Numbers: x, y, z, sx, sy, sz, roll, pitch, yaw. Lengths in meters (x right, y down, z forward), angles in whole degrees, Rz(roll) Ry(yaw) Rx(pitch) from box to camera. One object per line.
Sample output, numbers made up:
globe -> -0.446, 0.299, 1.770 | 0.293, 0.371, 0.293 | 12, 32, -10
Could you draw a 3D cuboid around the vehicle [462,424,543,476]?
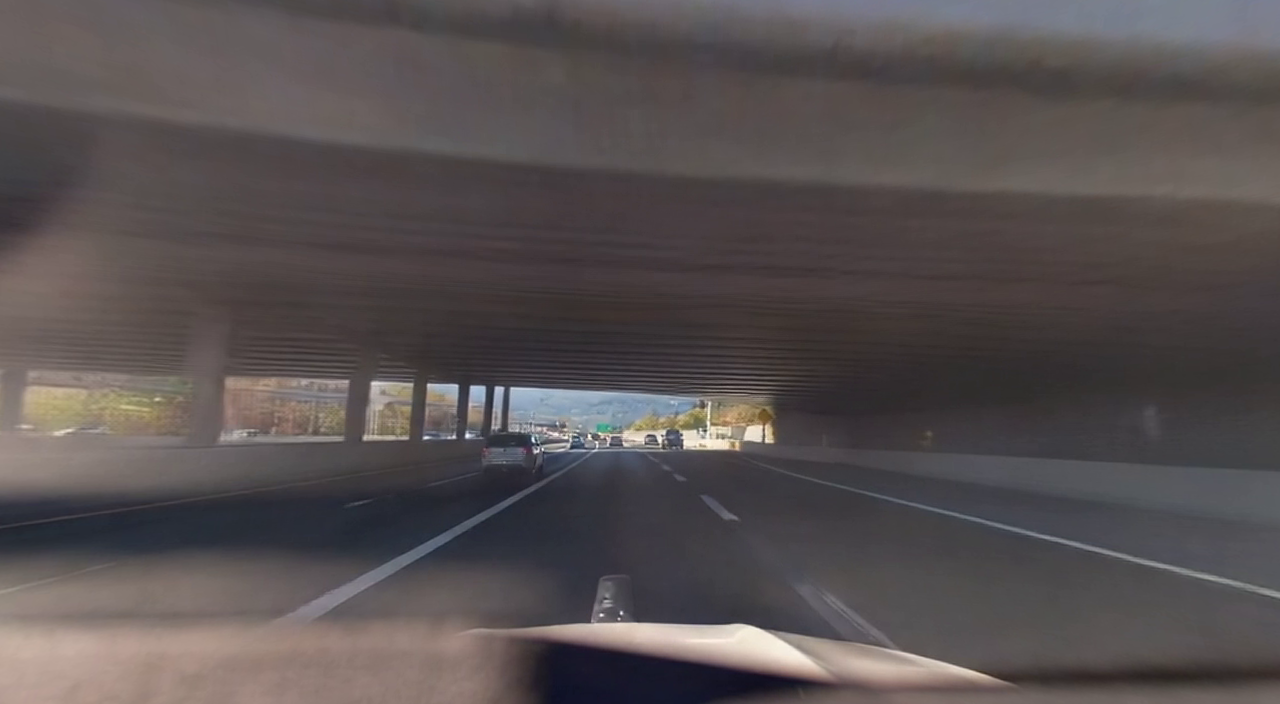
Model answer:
vehicle -> -4.508, 3.270, 21.192 | 1.878, 1.548, 3.966 | 0, -8, -1
